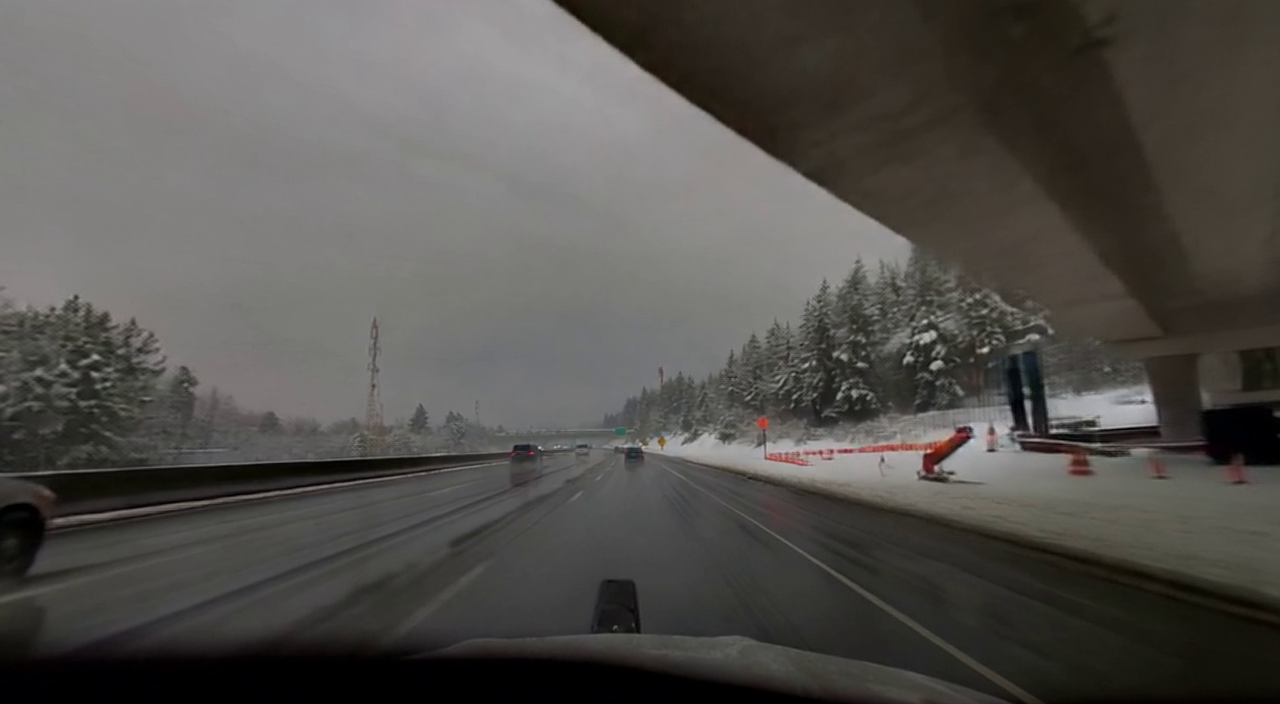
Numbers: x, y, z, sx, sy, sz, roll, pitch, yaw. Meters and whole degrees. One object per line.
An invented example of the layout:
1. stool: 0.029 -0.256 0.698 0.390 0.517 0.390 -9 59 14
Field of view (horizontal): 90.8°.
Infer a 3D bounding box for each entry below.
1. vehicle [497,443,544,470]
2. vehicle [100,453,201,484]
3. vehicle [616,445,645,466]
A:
1. vehicle: -7.439 6.565 39.885 2.128 1.604 4.279 0 -9 0
2. vehicle: -25.408 6.051 33.027 1.772 1.459 4.504 0 -9 -2
3. vehicle: -0.719 7.595 46.411 2.051 1.459 4.092 0 -9 -1
